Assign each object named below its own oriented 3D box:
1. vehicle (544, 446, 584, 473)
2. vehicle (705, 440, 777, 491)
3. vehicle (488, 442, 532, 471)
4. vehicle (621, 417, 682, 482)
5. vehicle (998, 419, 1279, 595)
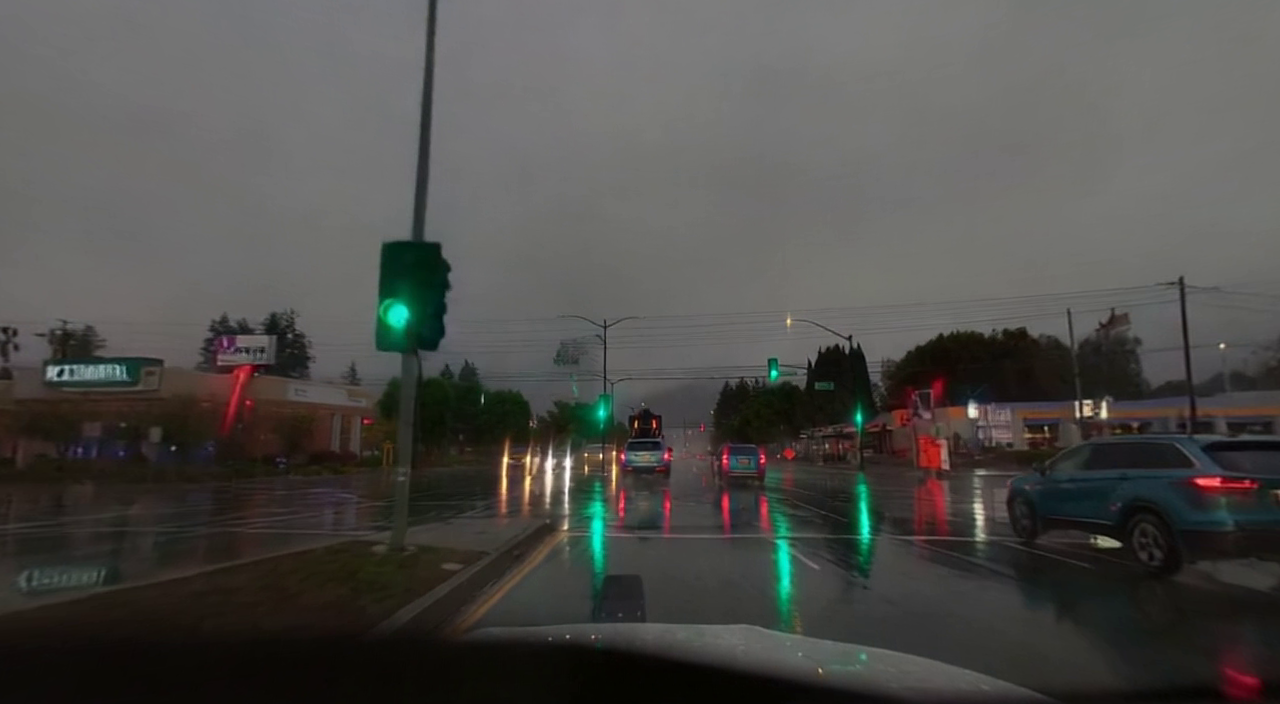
[{"bbox_3d":[-4.558,6.545,38.531,2.001,1.518,4.316,0,-9,-1],"label":"vehicle"},{"bbox_3d":[3.761,4.291,24.244,2.025,1.754,4.311,0,-9,0],"label":"vehicle"},{"bbox_3d":[-8.804,7.113,43.046,2.020,1.864,4.634,0,-9,0],"label":"vehicle"},{"bbox_3d":[0.478,4.088,26.572,2.370,2.518,3.858,0,-8,1],"label":"vehicle"},{"bbox_3d":[7.102,1.850,8.426,1.982,1.698,4.408,0,-9,0],"label":"vehicle"}]
